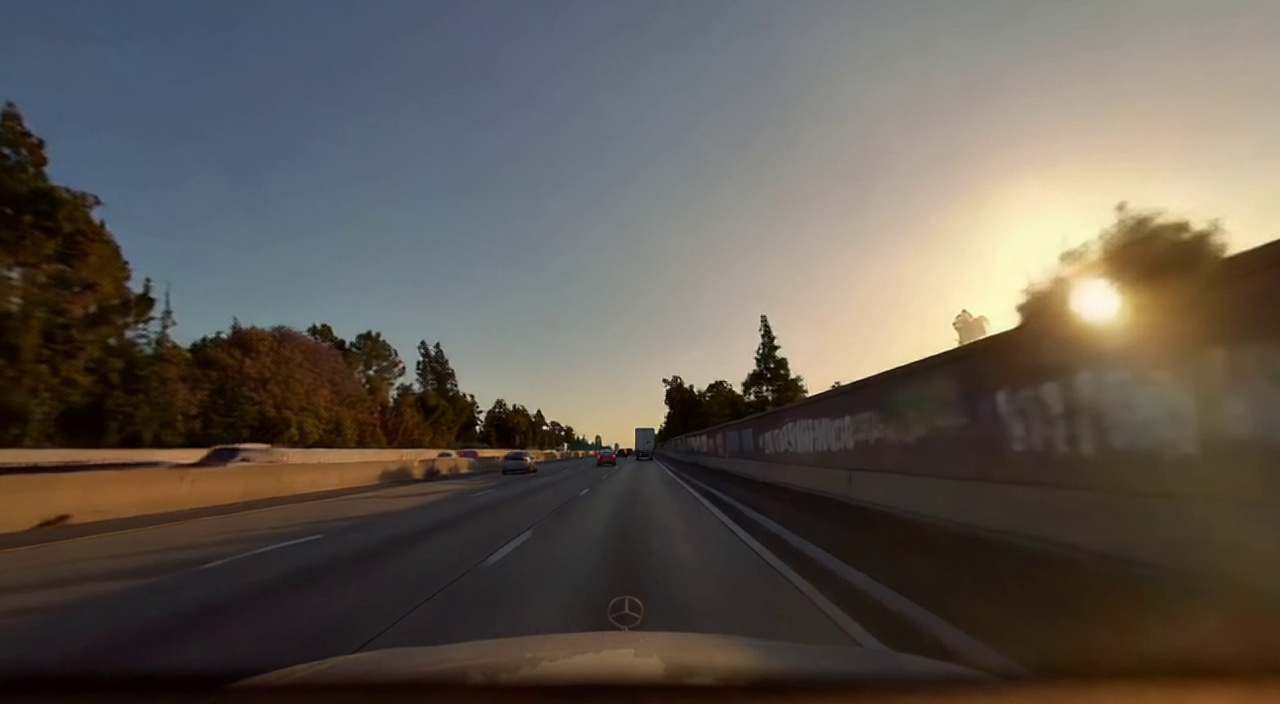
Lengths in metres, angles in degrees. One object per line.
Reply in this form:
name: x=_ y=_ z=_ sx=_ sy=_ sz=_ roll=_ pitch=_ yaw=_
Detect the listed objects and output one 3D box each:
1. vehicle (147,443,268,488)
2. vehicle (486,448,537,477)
vehicle: x=-18.292 y=4.790 z=26.962 sx=1.989 sy=1.732 sz=4.444 roll=0 pitch=-9 yaw=0
vehicle: x=-6.687 y=5.760 z=33.080 sx=2.027 sy=1.431 sz=3.033 roll=0 pitch=-9 yaw=1
